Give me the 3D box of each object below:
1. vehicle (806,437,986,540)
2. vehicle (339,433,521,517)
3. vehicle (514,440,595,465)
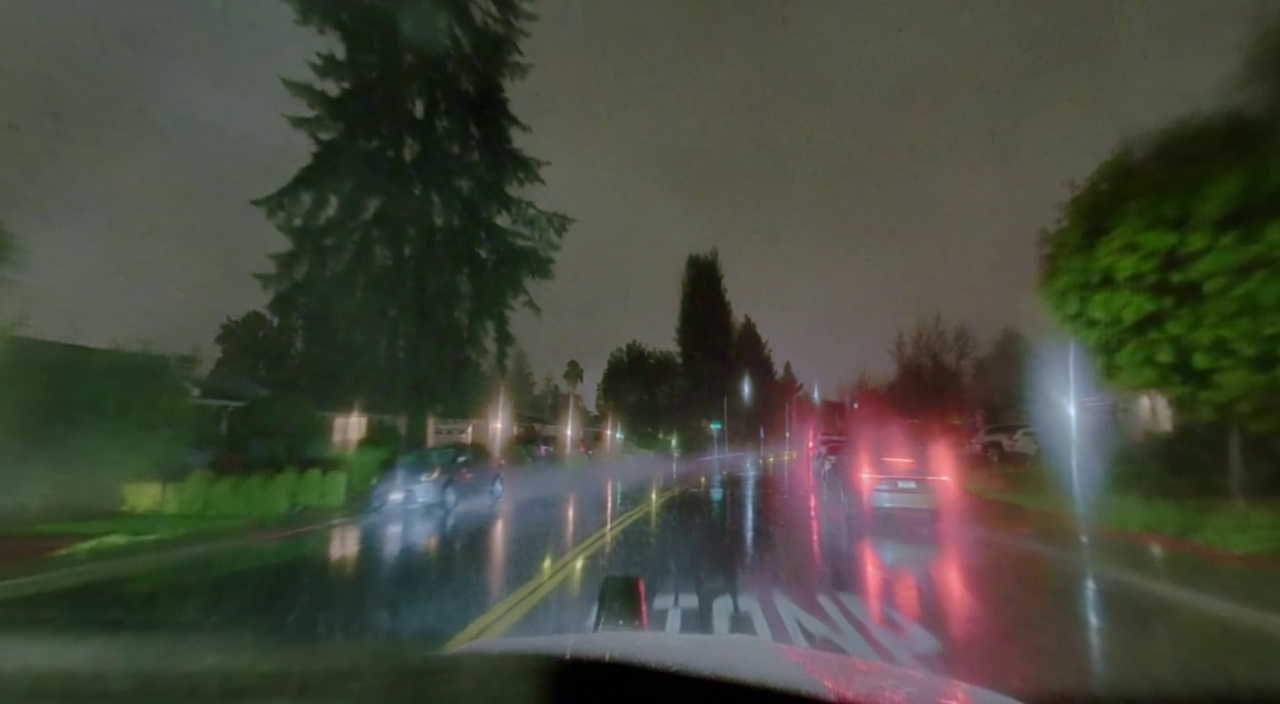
[{"bbox_3d":[4.416,2.385,11.848,2.045,1.478,4.914,-2,-9,9],"label":"vehicle"},{"bbox_3d":[-4.831,2.903,15.505,2.030,1.696,4.828,-2,-9,12],"label":"vehicle"},{"bbox_3d":[-5.261,6.198,39.027,4.455,1.419,2.017,-3,-9,17],"label":"vehicle"}]
